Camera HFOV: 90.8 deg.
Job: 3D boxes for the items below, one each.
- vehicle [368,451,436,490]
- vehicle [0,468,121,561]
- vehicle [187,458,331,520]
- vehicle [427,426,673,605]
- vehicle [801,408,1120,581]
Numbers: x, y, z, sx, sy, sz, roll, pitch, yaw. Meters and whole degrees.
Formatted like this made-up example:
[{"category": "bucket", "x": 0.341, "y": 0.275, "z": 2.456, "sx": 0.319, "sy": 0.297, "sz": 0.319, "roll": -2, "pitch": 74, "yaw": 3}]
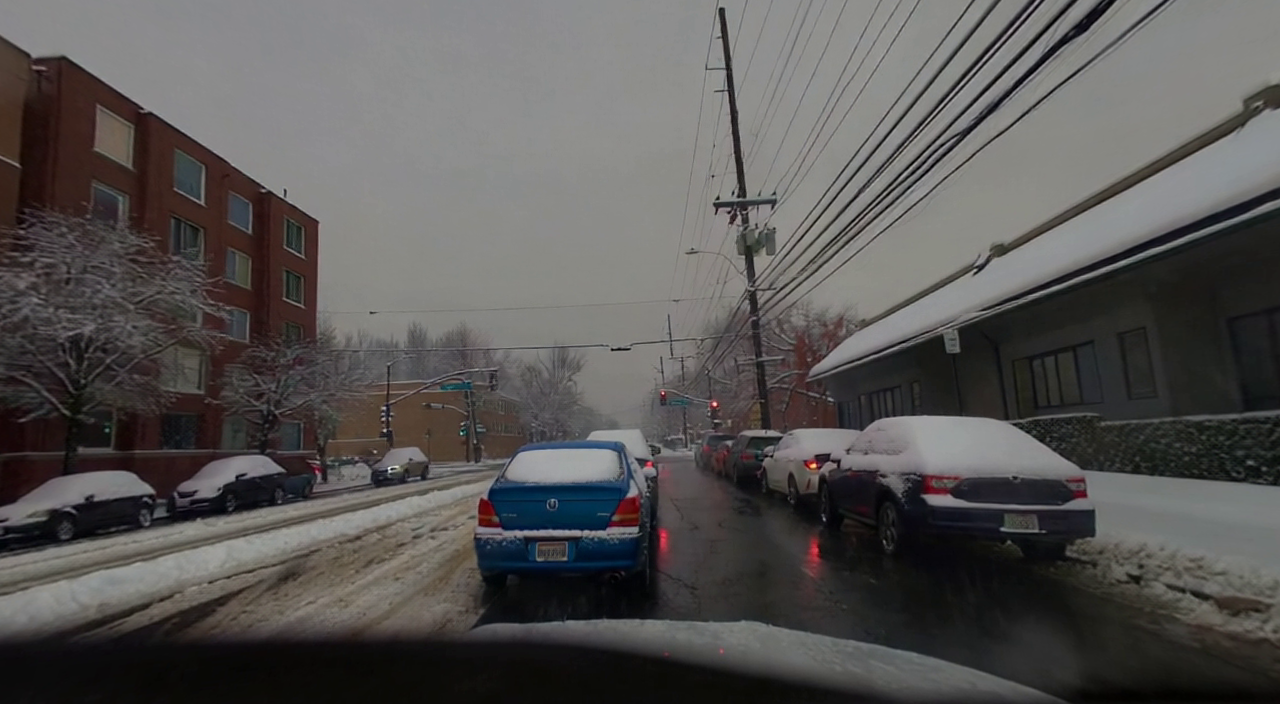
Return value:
[{"category": "vehicle", "x": -11.920, "y": 5.918, "z": 31.928, "sx": 2.011, "sy": 1.687, "sz": 4.079, "roll": -3, "pitch": -8, "yaw": -2}, {"category": "vehicle", "x": -11.926, "y": 2.903, "z": 11.009, "sx": 1.850, "sy": 1.487, "sz": 4.711, "roll": -3, "pitch": -8, "yaw": -1}, {"category": "vehicle", "x": -11.844, "y": 4.238, "z": 20.045, "sx": 1.868, "sy": 1.491, "sz": 4.367, "roll": -4, "pitch": -9, "yaw": 0}, {"category": "vehicle", "x": -0.722, "y": 1.693, "z": 7.561, "sx": 2.019, "sy": 1.453, "sz": 4.603, "roll": 0, "pitch": -8, "yaw": 1}, {"category": "vehicle", "x": 3.797, "y": 1.756, "z": 8.616, "sx": 1.967, "sy": 1.721, "sz": 4.410, "roll": 0, "pitch": -8, "yaw": -1}]
